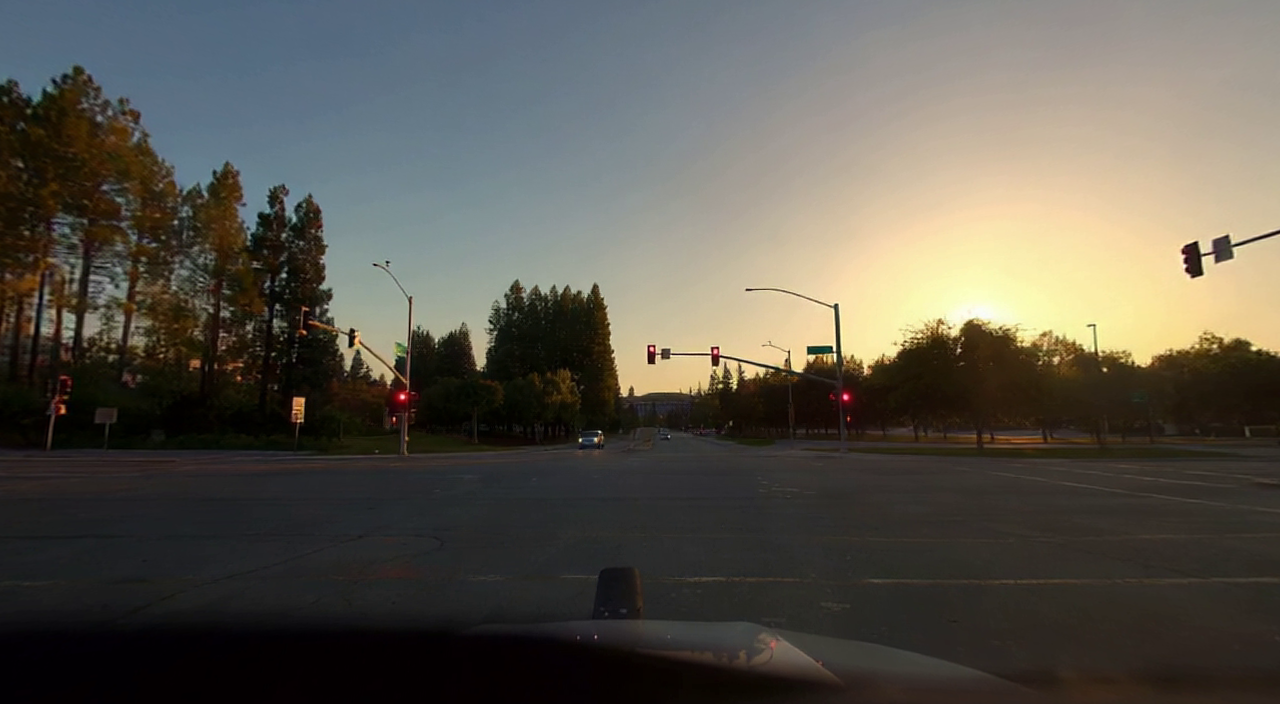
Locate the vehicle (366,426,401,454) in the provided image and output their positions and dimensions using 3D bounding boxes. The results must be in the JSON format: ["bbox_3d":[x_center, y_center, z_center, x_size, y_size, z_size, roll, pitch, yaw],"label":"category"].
[{"bbox_3d":[-20.006,6.866,48.899,1.873,2.079,2.879,5,-10,-33],"label":"vehicle"}]
